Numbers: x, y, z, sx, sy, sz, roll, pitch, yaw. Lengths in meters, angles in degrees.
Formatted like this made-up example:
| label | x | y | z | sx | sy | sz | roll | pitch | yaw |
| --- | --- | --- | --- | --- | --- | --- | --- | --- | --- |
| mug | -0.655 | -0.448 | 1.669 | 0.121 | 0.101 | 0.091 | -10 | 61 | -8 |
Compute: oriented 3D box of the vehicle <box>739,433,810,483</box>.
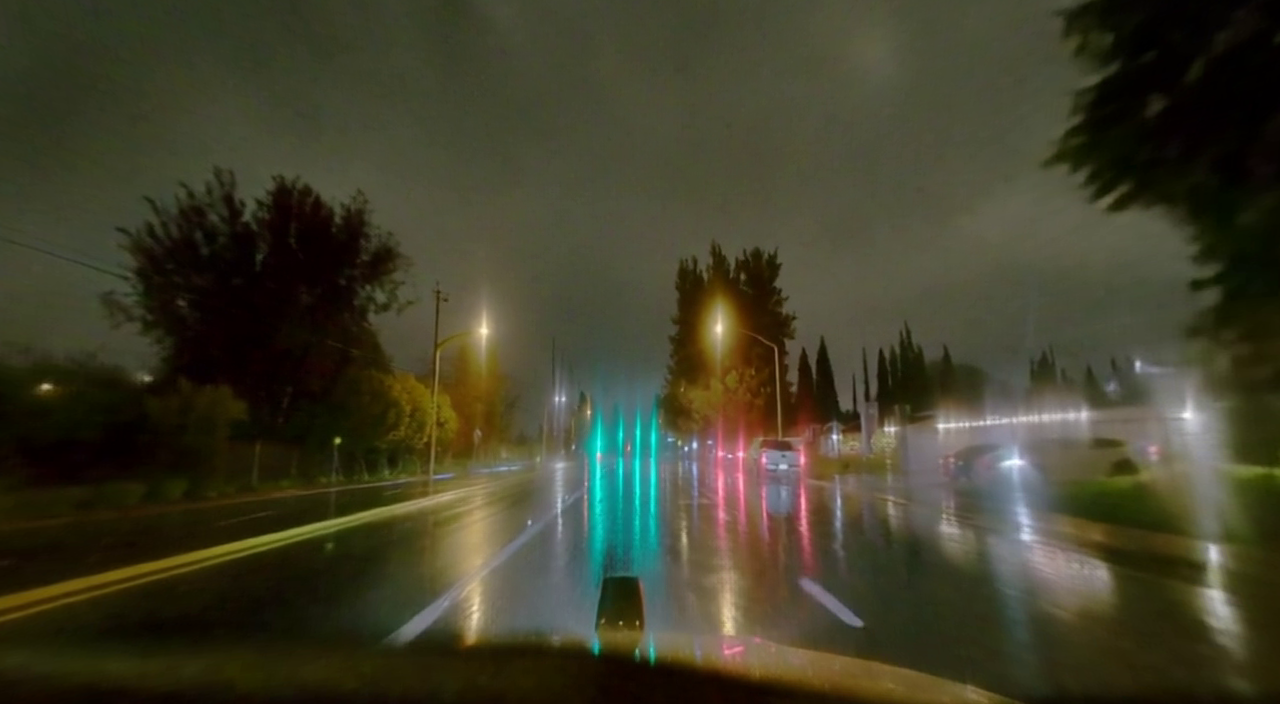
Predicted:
| label | x | y | z | sx | sy | sz | roll | pitch | yaw |
| --- | --- | --- | --- | --- | --- | --- | --- | --- | --- |
| vehicle | 6.328 | 5.087 | 30.523 | 2.275 | 2.132 | 5.726 | 0 | -9 | 2 |

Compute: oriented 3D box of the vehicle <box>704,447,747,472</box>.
| label | x | y | z | sx | sy | sz | roll | pitch | yaw |
| --- | --- | --- | --- | --- | --- | --- | --- | --- | --- |
| vehicle | 5.975 | 7.588 | 44.731 | 2.282 | 1.566 | 4.705 | -1 | -9 | -1 |

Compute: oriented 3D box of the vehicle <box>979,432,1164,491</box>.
| label | x | y | z | sx | sy | sz | roll | pitch | yaw |
| --- | --- | --- | --- | --- | --- | --- | --- | --- | --- |
| vehicle | 14.387 | 3.673 | 21.319 | 4.637 | 1.842 | 2.016 | 0 | -9 | 2 |

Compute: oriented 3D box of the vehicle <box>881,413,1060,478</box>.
| label | x | y | z | sx | sy | sz | roll | pitch | yaw |
| --- | --- | --- | --- | --- | --- | --- | --- | --- | --- |
| vehicle | 15.771 | 4.524 | 30.534 | 6.969 | 2.929 | 2.793 | 0 | -8 | 0 |
